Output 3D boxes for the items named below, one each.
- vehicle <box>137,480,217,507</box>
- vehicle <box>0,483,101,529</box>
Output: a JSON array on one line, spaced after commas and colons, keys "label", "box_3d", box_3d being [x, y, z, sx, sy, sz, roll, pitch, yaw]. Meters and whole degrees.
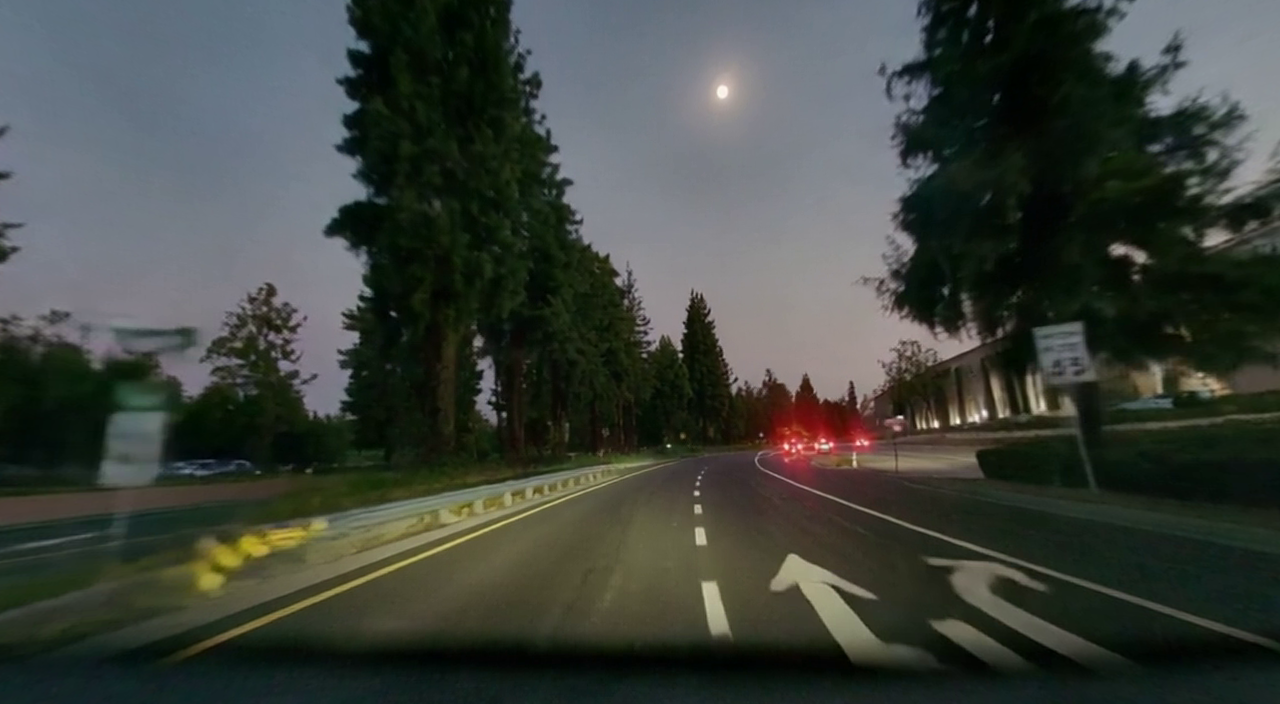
[{"label": "vehicle", "box_3d": [-32.504, 9.938, 44.553, 1.842, 1.584, 4.567, -6, -11, 7]}, {"label": "vehicle", "box_3d": [-26.168, 6.667, 27.160, 1.911, 1.583, 4.279, -8, -10, 9]}]
